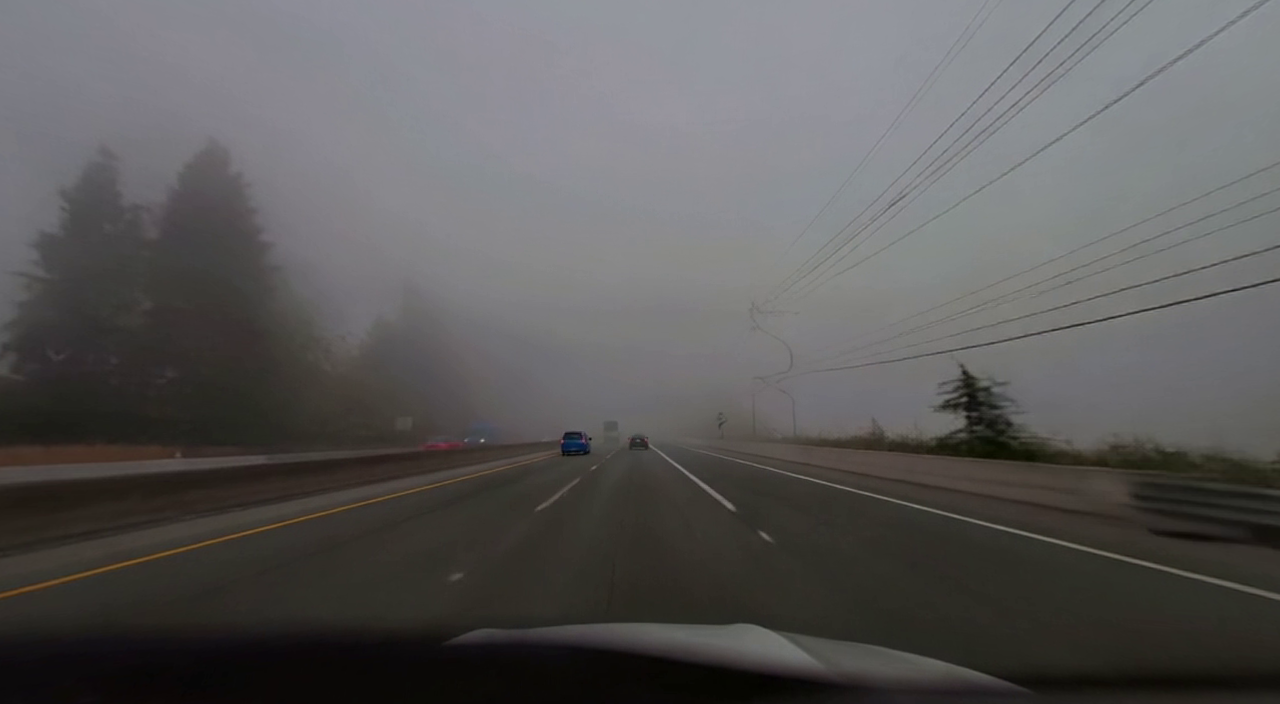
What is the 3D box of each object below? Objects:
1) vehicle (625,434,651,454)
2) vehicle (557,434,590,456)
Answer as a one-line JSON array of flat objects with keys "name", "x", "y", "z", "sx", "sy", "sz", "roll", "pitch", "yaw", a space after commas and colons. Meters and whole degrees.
[{"name": "vehicle", "x": -0.172, "y": 6.869, "z": 47.221, "sx": 1.890, "sy": 1.472, "sz": 3.716, "roll": 0, "pitch": -8, "yaw": -1}, {"name": "vehicle", "x": -4.569, "y": 6.443, "z": 43.811, "sx": 1.911, "sy": 1.477, "sz": 3.807, "roll": 0, "pitch": -8, "yaw": 0}]
